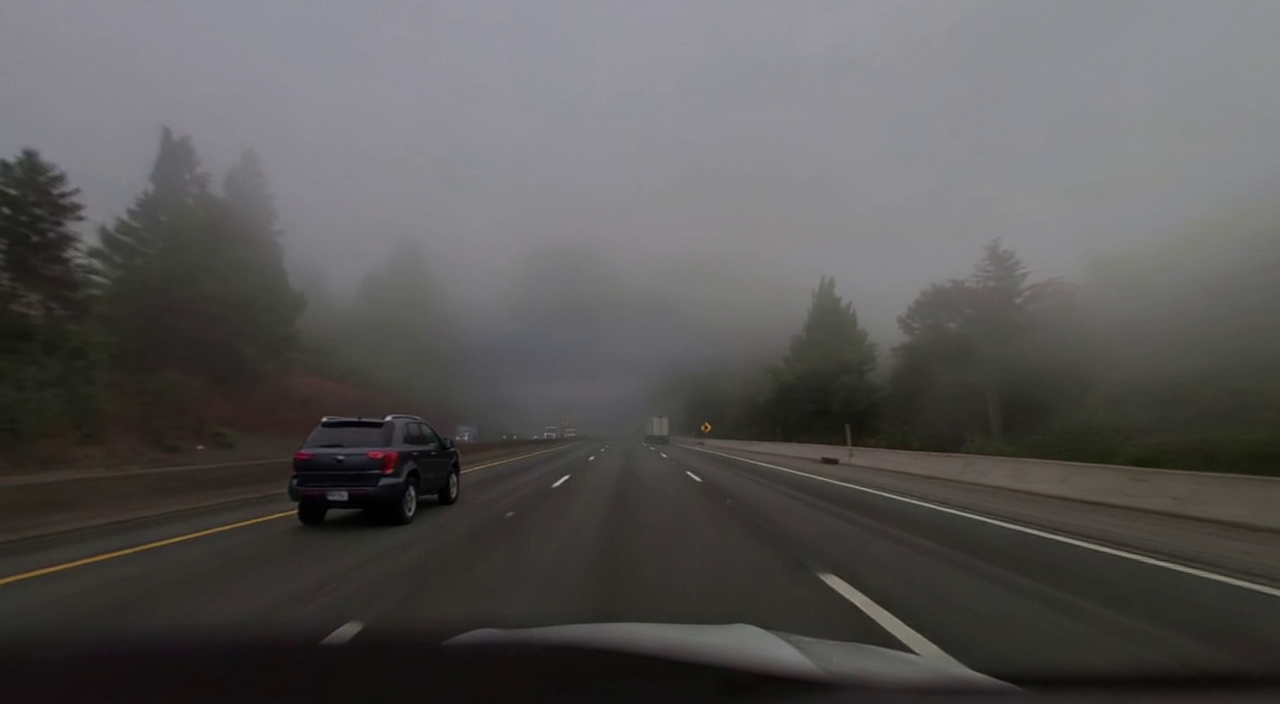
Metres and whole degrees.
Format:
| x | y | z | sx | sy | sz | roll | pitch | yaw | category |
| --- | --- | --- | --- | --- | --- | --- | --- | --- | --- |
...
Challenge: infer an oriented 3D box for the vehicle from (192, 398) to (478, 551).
| x | y | z | sx | sy | sz | roll | pitch | yaw | category |
| --- | --- | --- | --- | --- | --- | --- | --- | --- | --- |
| -3.769 | 1.570 | 8.722 | 2.000 | 1.620 | 3.929 | 0 | -8 | 0 | vehicle |
